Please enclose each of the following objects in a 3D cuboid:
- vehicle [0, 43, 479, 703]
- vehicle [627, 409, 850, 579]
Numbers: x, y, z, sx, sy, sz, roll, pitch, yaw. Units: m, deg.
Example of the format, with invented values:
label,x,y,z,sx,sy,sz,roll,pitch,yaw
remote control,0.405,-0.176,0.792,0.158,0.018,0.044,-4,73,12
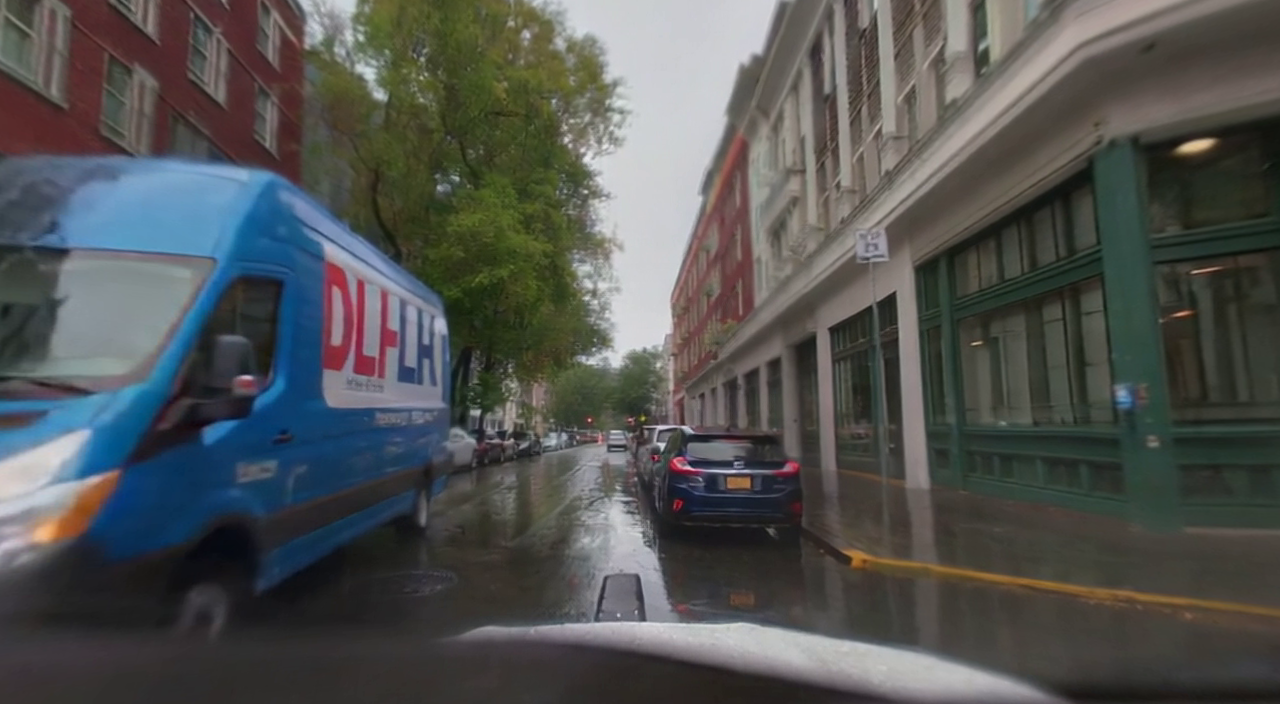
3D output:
label,x,y,z,sx,sy,sz,roll,pitch,yaw
vehicle,-3.595,0.518,6.311,2.558,3.014,7.101,0,-8,-4
vehicle,0.828,1.573,7.957,1.925,1.481,4.653,0,-8,-2
